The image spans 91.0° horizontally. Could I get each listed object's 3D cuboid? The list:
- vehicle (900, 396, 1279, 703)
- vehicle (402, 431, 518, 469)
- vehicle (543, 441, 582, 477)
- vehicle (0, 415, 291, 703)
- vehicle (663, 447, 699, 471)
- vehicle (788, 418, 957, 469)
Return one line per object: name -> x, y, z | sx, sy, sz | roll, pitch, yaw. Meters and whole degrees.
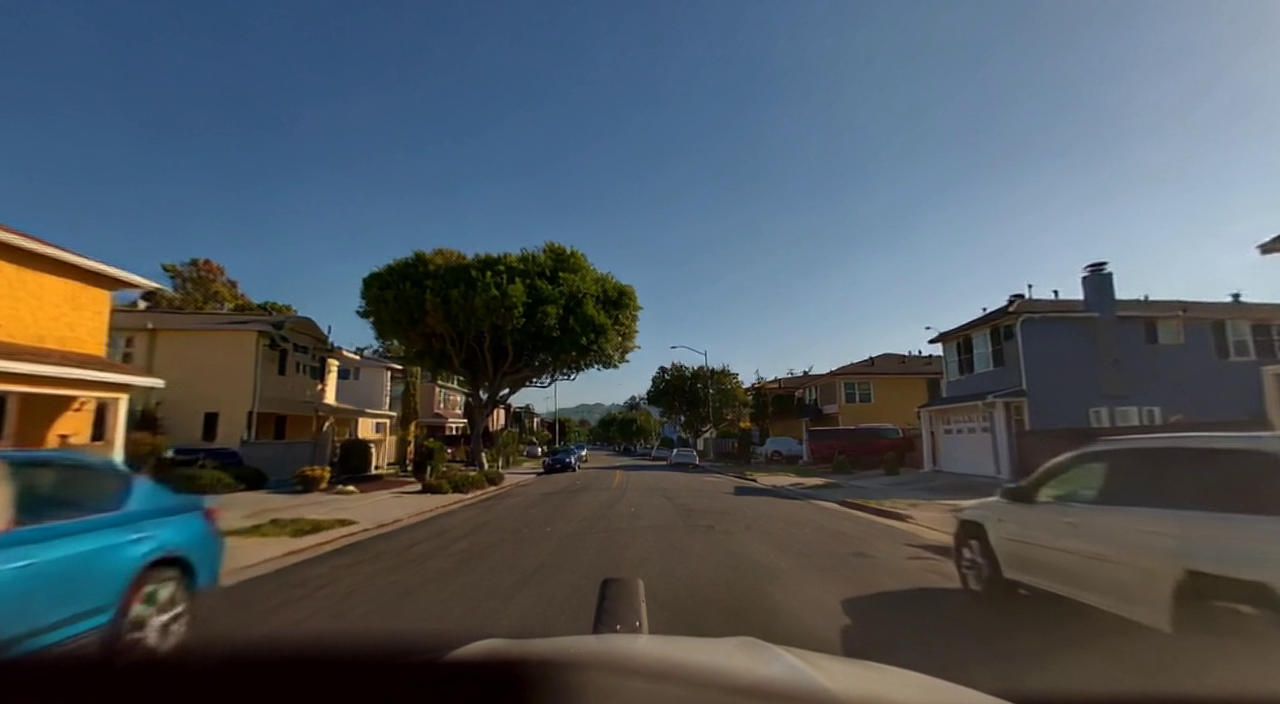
vehicle -> 3.729, 1.193, 4.252 | 2.077, 1.512, 4.513 | 0, -9, 1
vehicle -> -9.938, 5.461, 35.190 | 5.843, 1.985, 2.294 | 1, -9, -6
vehicle -> -4.885, 6.755, 40.164 | 2.230, 1.782, 4.628 | 0, -4, -4
vehicle -> -3.842, 1.018, 2.749 | 2.089, 1.508, 4.537 | 2, -7, -1
vehicle -> 2.707, 7.162, 42.321 | 1.869, 1.458, 4.324 | 0, -9, -3
vehicle -> 9.089, 3.634, 24.980 | 5.799, 1.927, 2.214 | 0, -8, -1
